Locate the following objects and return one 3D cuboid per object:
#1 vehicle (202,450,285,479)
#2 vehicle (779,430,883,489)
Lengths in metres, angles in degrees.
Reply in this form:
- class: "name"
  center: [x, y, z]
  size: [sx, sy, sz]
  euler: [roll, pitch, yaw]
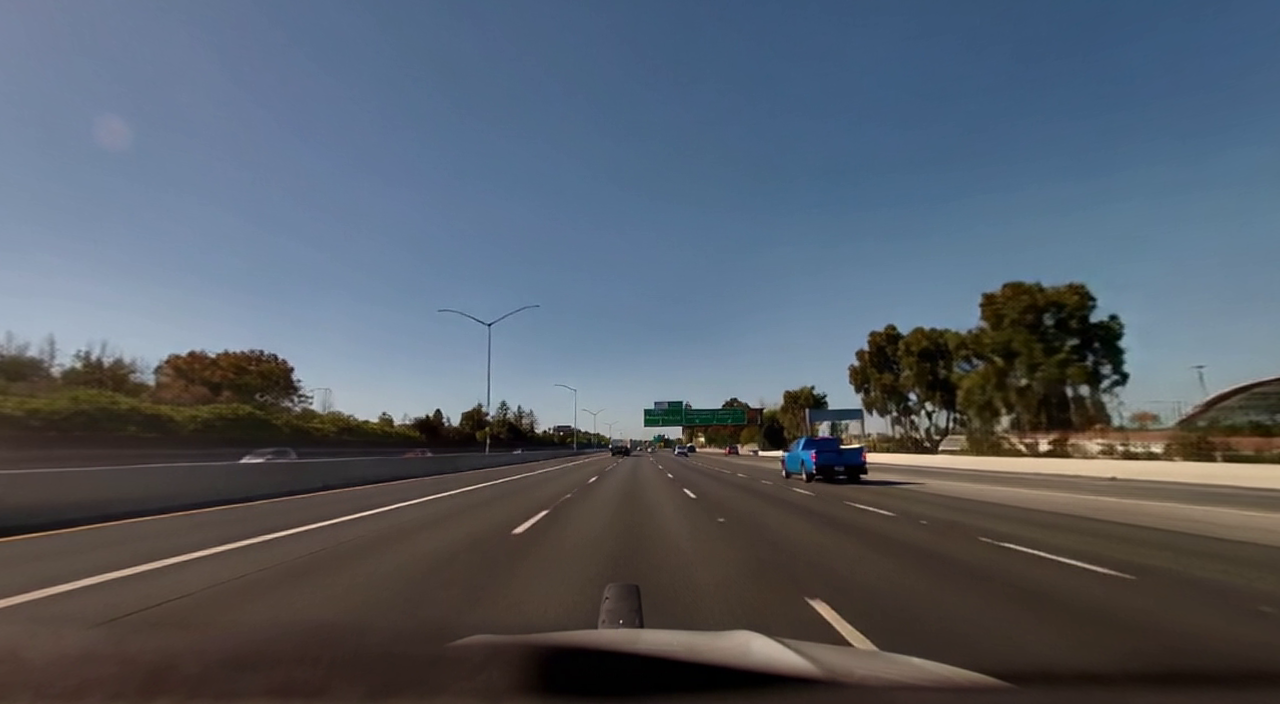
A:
- class: "vehicle"
  center: [-24.064, 6.808, 38.431]
  size: [1.981, 1.604, 4.605]
  euler: [0, -9, 1]
- class: "vehicle"
  center: [6.338, 3.635, 21.540]
  size: [2.096, 1.767, 4.601]
  euler: [0, -9, 0]
